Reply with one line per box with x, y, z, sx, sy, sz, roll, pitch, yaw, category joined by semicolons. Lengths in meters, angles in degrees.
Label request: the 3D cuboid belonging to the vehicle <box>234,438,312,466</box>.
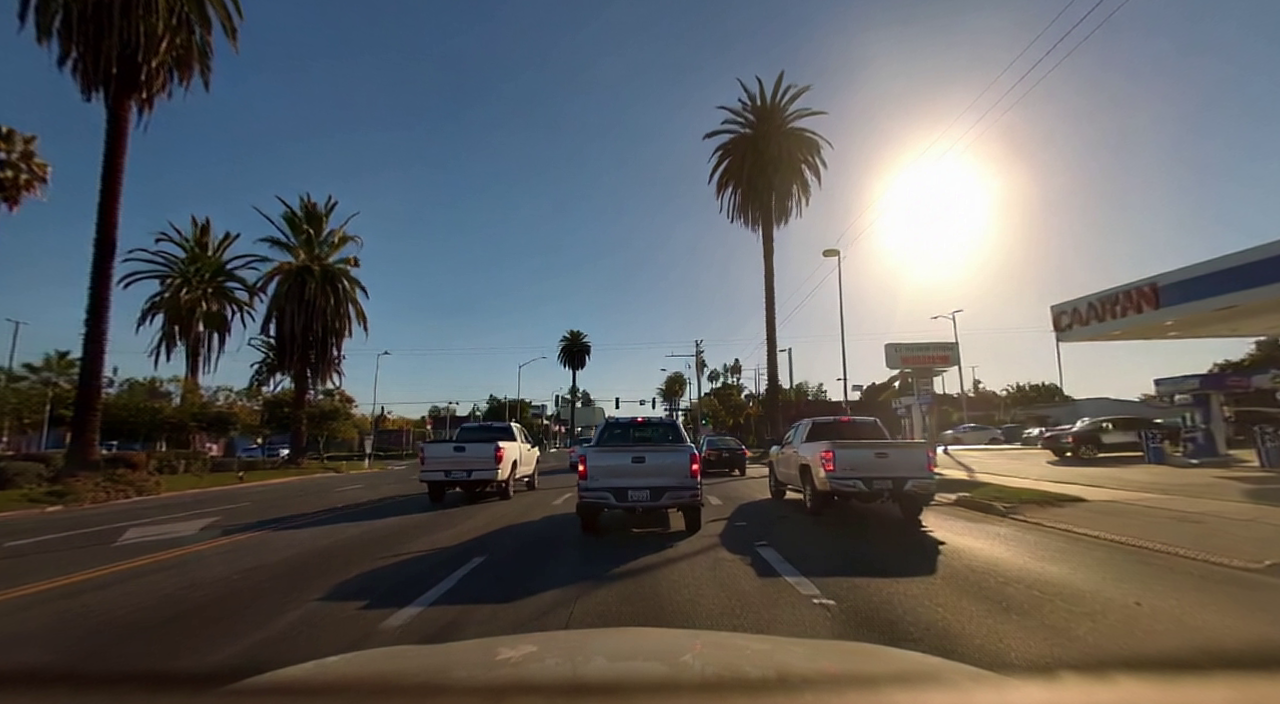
-29.001;7.931;49.981;2.543;2.092;6.613;1;-8;-4;vehicle

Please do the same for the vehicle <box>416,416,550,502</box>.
-3.683;2.624;15.756;2.071;1.811;4.605;0;-8;1;vehicle

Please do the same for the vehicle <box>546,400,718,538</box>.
-0.054;1.971;11.225;2.295;1.835;5.471;0;-8;1;vehicle

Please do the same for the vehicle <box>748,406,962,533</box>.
3.611;2.114;11.958;2.120;1.828;5.531;0;-8;0;vehicle
